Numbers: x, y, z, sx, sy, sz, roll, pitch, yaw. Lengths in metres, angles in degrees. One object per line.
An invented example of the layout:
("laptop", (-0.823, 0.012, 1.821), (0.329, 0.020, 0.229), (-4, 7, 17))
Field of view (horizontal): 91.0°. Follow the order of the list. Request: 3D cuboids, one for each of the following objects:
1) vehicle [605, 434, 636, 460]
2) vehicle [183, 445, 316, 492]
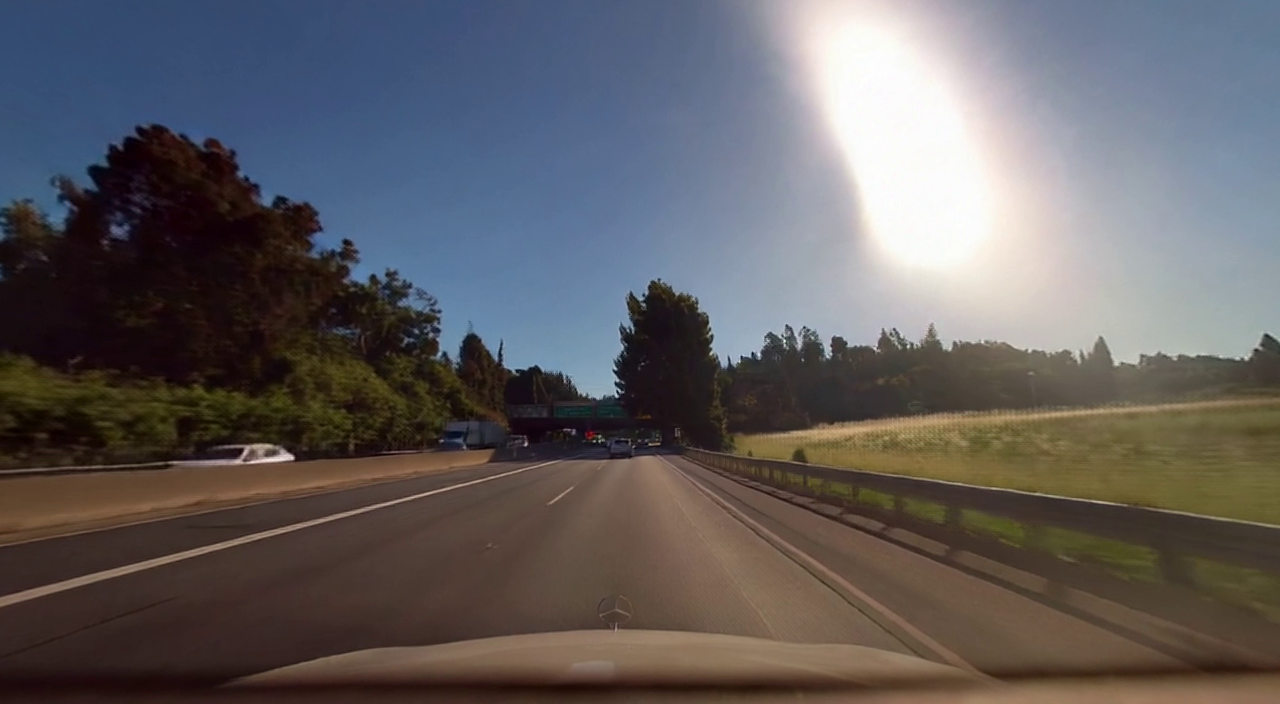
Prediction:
("vehicle", (-1.420, 7.040, 46.865), (2.188, 1.825, 4.282), (0, -8, -1))
("vehicle", (-13.798, 4.093, 22.618), (1.894, 1.460, 4.455), (0, -8, 0))
